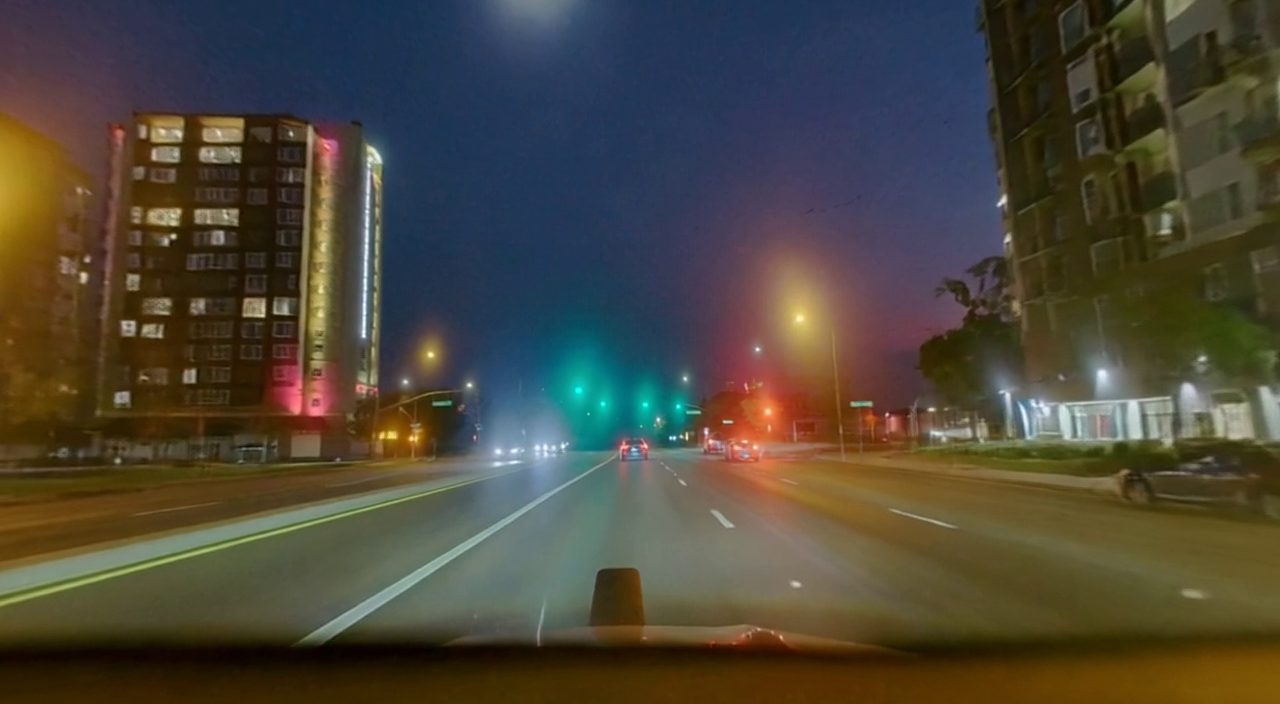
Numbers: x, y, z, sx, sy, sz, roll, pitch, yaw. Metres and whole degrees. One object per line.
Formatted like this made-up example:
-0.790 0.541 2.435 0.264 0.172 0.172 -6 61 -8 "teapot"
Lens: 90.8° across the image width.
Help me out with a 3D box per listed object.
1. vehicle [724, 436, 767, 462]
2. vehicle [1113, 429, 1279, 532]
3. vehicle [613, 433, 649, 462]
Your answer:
6.278 5.828 37.981 1.768 1.417 4.213 0 -9 -2 "vehicle"
10.348 2.045 10.307 1.948 1.489 4.276 0 -9 0 "vehicle"
-0.504 5.589 36.949 2.032 1.593 3.896 0 -9 0 "vehicle"
